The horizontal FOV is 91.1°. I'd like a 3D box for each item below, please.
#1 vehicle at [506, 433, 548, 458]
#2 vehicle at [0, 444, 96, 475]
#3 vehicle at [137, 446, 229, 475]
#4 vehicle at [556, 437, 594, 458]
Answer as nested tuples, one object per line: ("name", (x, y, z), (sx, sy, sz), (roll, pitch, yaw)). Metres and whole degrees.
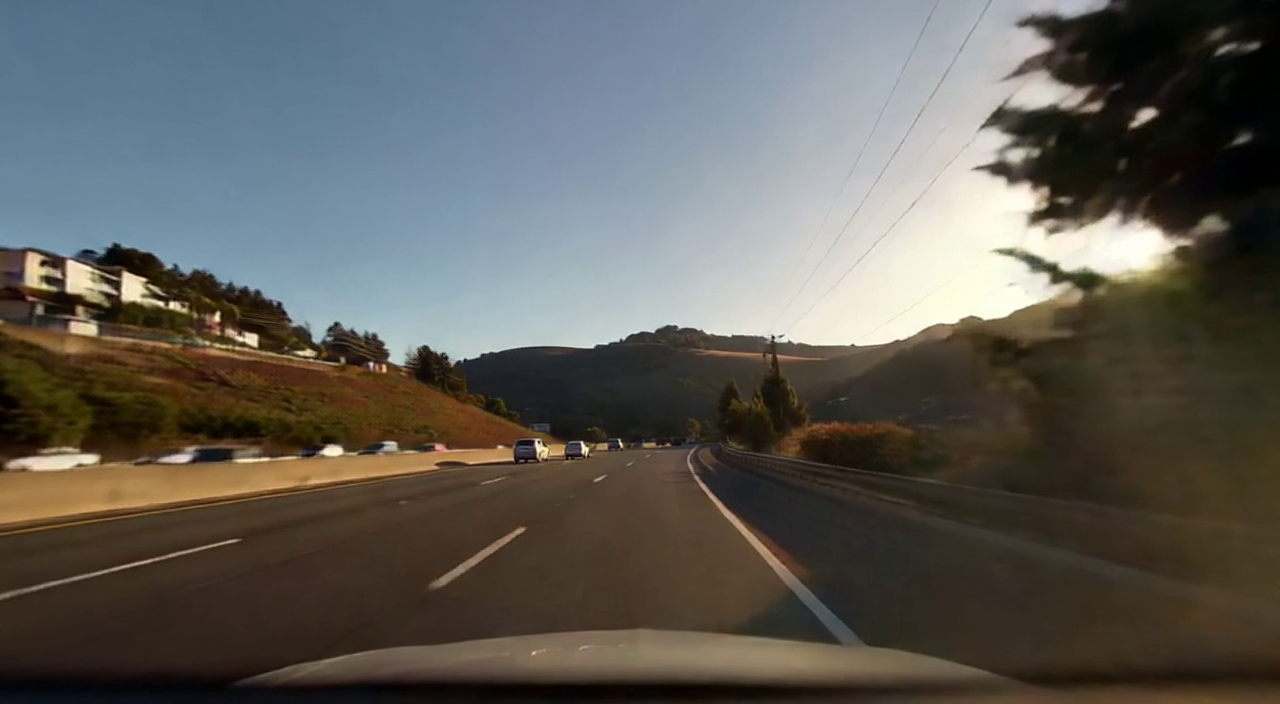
("vehicle", (-8.563, 7.137, 47.894), (2.063, 1.743, 4.392), (0, -8, 5))
("vehicle", (-33.577, 5.933, 34.890), (1.944, 1.574, 4.976), (-1, -8, 6))
("vehicle", (-24.156, 5.710, 33.347), (1.822, 1.428, 3.779), (-1, -8, 5))
("vehicle", (-4.912, 7.306, 48.097), (2.010, 1.489, 4.456), (0, -8, 5))
